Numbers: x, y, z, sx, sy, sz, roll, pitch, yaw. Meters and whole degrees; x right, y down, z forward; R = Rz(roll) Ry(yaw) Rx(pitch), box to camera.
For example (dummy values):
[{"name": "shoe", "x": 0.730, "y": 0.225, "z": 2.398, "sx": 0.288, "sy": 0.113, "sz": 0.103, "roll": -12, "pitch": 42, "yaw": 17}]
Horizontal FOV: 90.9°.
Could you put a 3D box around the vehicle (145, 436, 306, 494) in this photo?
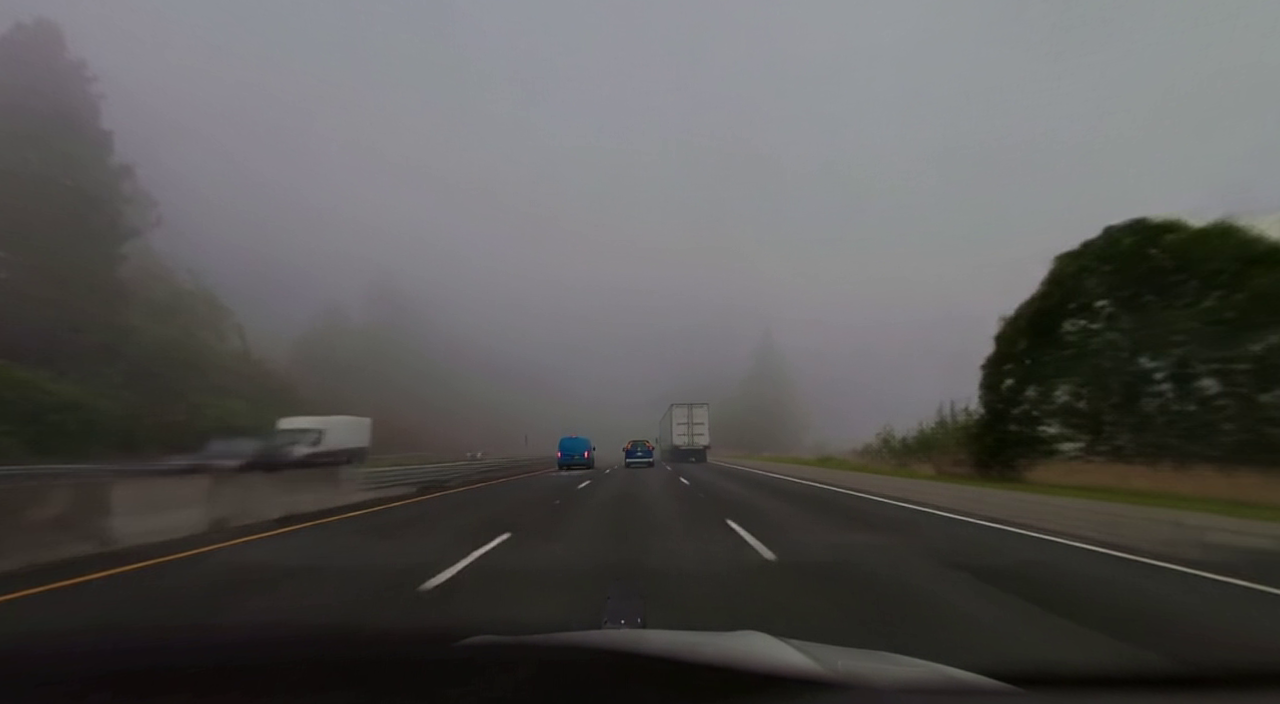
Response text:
[{"name": "vehicle", "x": -11.777, "y": 3.225, "z": 18.303, "sx": 1.806, "sy": 1.465, "sz": 4.136, "roll": 0, "pitch": -9, "yaw": 1}]

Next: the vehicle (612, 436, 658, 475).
[{"name": "vehicle", "x": -0.242, "y": 5.301, "z": 32.340, "sx": 2.209, "sy": 1.825, "sz": 4.036, "roll": 0, "pitch": -9, "yaw": 0}]

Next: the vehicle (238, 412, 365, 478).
[{"name": "vehicle", "x": -15.429, "y": 4.343, "z": 29.341, "sx": 2.271, "sy": 2.672, "sz": 6.428, "roll": 0, "pitch": -9, "yaw": 0}]

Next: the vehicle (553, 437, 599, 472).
[{"name": "vehicle", "x": -3.827, "y": 6.243, "z": 38.460, "sx": 2.167, "sy": 1.991, "sz": 5.062, "roll": -1, "pitch": -9, "yaw": 1}]
